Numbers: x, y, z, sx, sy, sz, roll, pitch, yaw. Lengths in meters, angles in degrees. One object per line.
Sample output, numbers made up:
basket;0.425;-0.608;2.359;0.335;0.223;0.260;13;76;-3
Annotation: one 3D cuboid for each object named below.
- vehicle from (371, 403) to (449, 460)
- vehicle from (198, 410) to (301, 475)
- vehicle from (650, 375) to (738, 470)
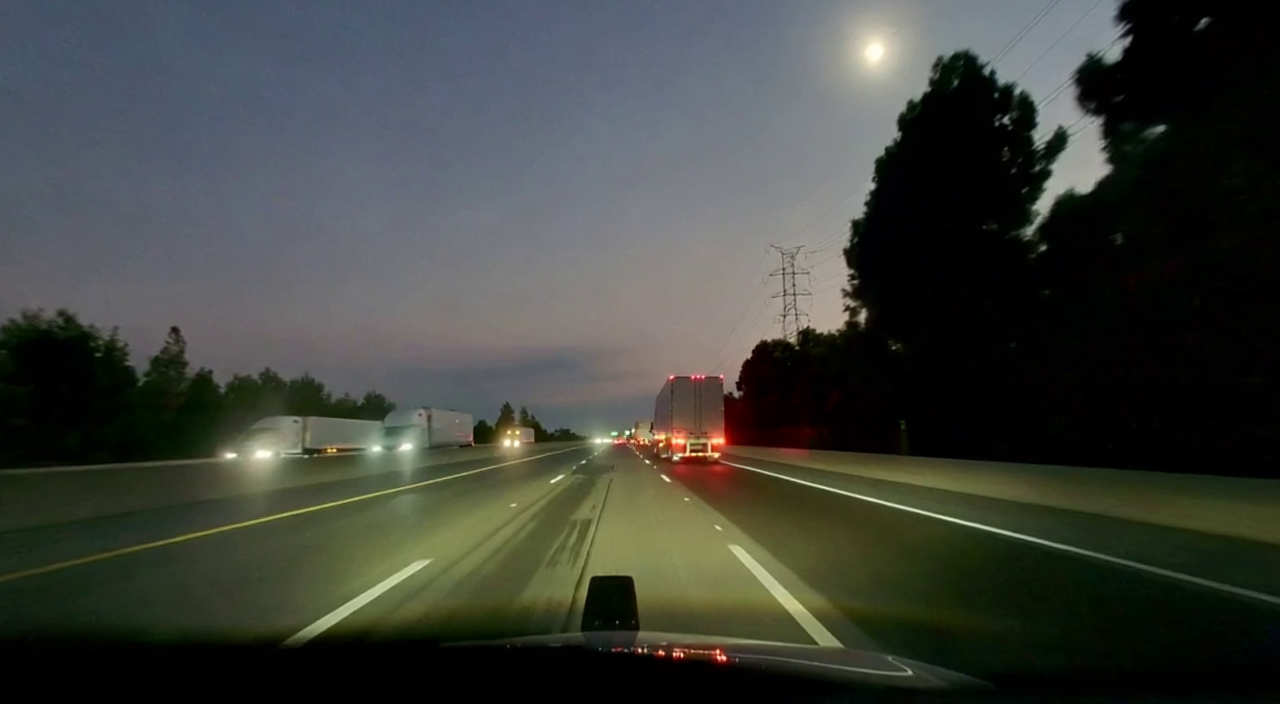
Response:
vehicle;-16.753;5.904;46.625;3.034;3.819;7.828;0;-8;-2
vehicle;-21.036;4.898;34.263;2.856;3.327;4.179;0;-8;-2
vehicle;2.435;3.961;34.104;2.905;4.080;14.157;0;-8;-2
